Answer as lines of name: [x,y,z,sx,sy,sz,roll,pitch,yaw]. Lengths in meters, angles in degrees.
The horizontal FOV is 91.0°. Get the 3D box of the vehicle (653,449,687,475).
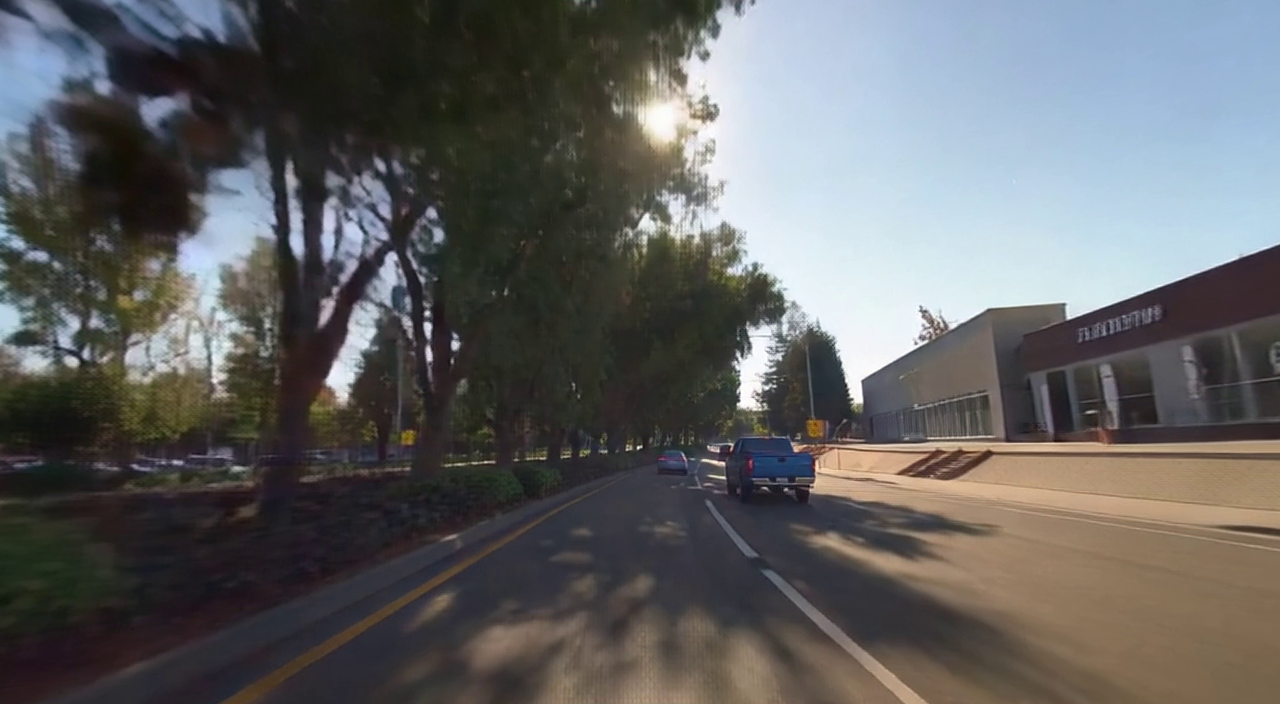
vehicle: [1.925,6.835,39.333,1.968,1.521,4.262,0,-9,4]

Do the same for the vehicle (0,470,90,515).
vehicle: [-24.613,5.466,24.670,1.890,1.519,4.431,0,-9,4]

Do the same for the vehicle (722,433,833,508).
vehicle: [3.987,3.553,19.468,2.367,1.919,5.651,0,-9,2]
